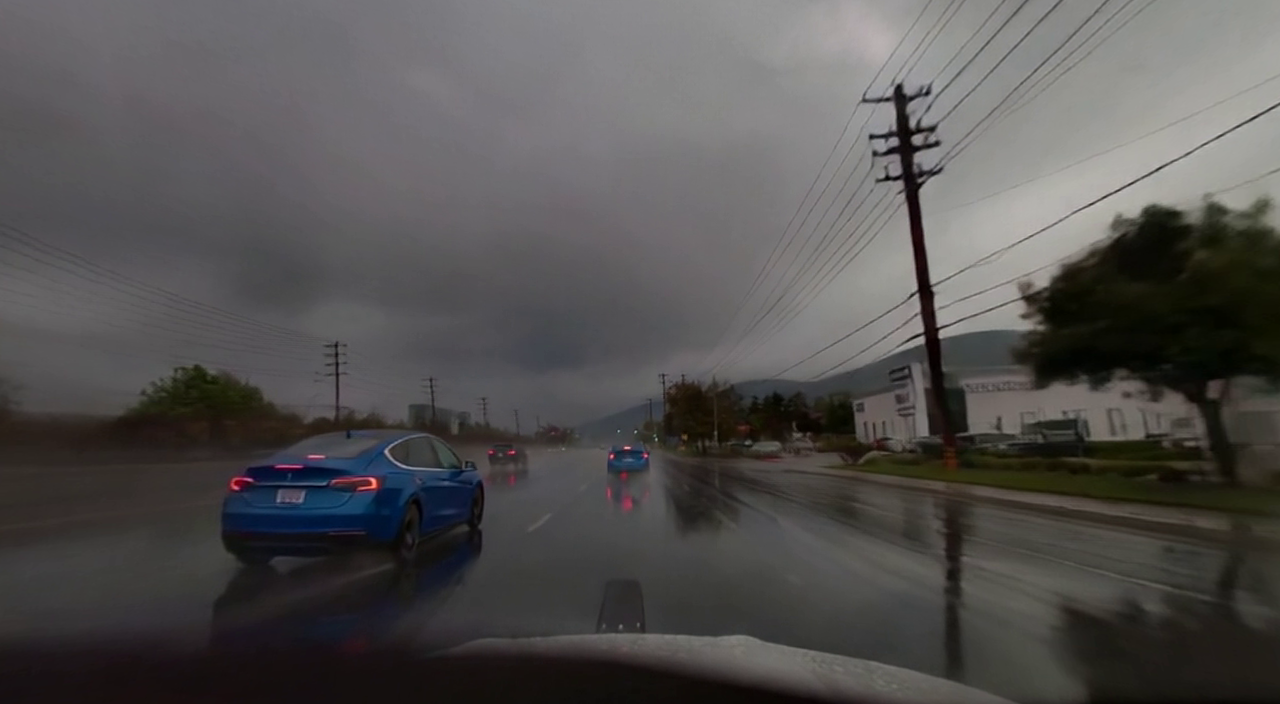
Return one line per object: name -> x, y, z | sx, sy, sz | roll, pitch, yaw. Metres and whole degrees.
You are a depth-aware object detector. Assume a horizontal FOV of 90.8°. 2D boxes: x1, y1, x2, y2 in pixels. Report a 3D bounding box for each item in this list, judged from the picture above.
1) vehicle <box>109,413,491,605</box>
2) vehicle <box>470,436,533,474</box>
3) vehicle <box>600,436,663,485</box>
vehicle -> -3.456, 1.695, 7.846 | 1.985, 1.607, 4.892 | 0, -8, 1
vehicle -> -7.208, 5.424, 33.479 | 2.203, 1.819, 4.547 | 0, -8, 1
vehicle -> -0.289, 4.071, 23.998 | 2.189, 1.652, 4.135 | 0, -8, 0
